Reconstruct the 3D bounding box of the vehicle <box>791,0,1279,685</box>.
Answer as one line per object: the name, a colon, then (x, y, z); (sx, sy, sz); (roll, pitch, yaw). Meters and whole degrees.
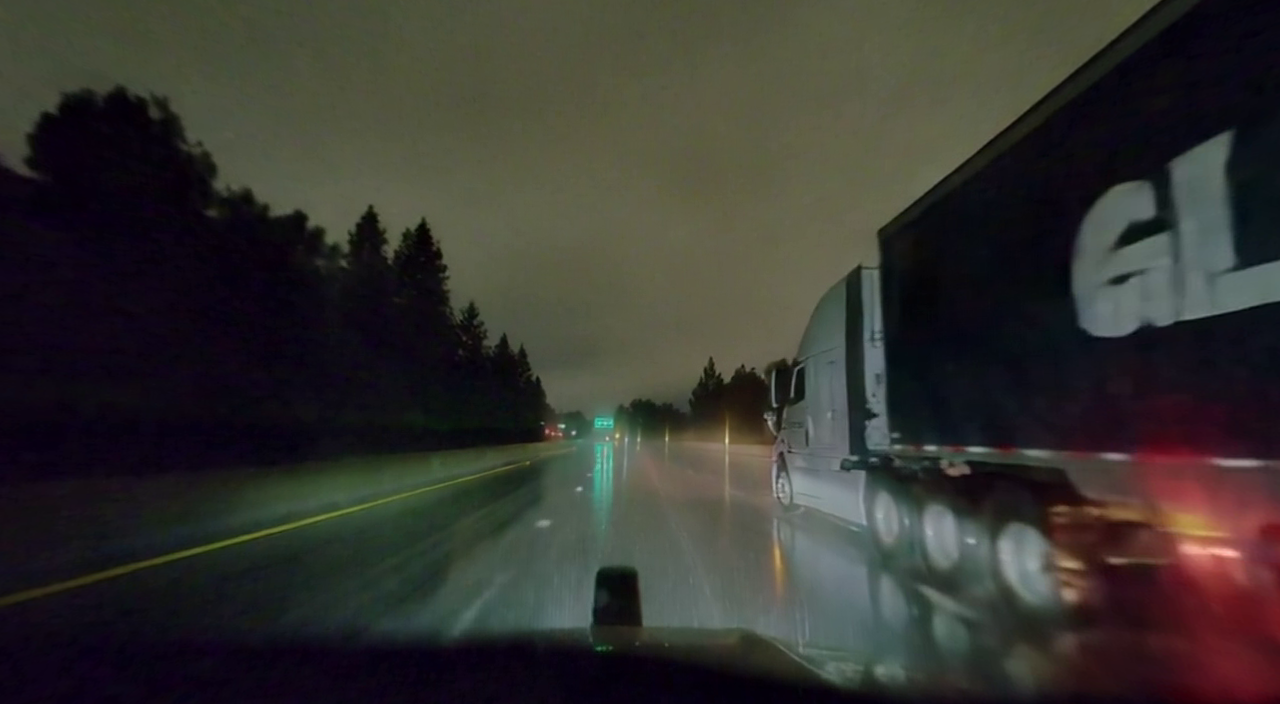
vehicle: (4.674, 0.344, 7.568); (2.985, 3.892, 9.938); (0, -8, -2)
